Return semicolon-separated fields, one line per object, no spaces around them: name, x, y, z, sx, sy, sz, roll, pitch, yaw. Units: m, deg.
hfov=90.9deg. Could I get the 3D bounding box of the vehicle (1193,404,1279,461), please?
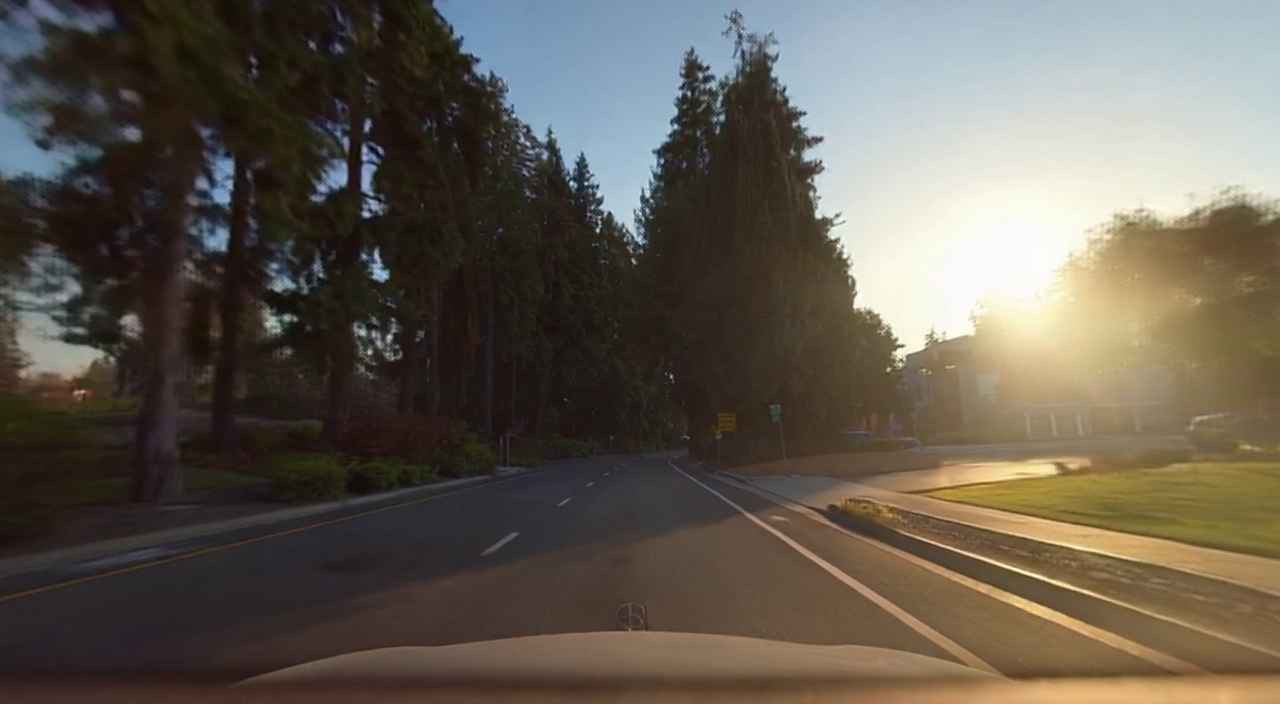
vehicle;21.912;2.926;22.602;1.889;1.853;4.207;-4;-9;25
